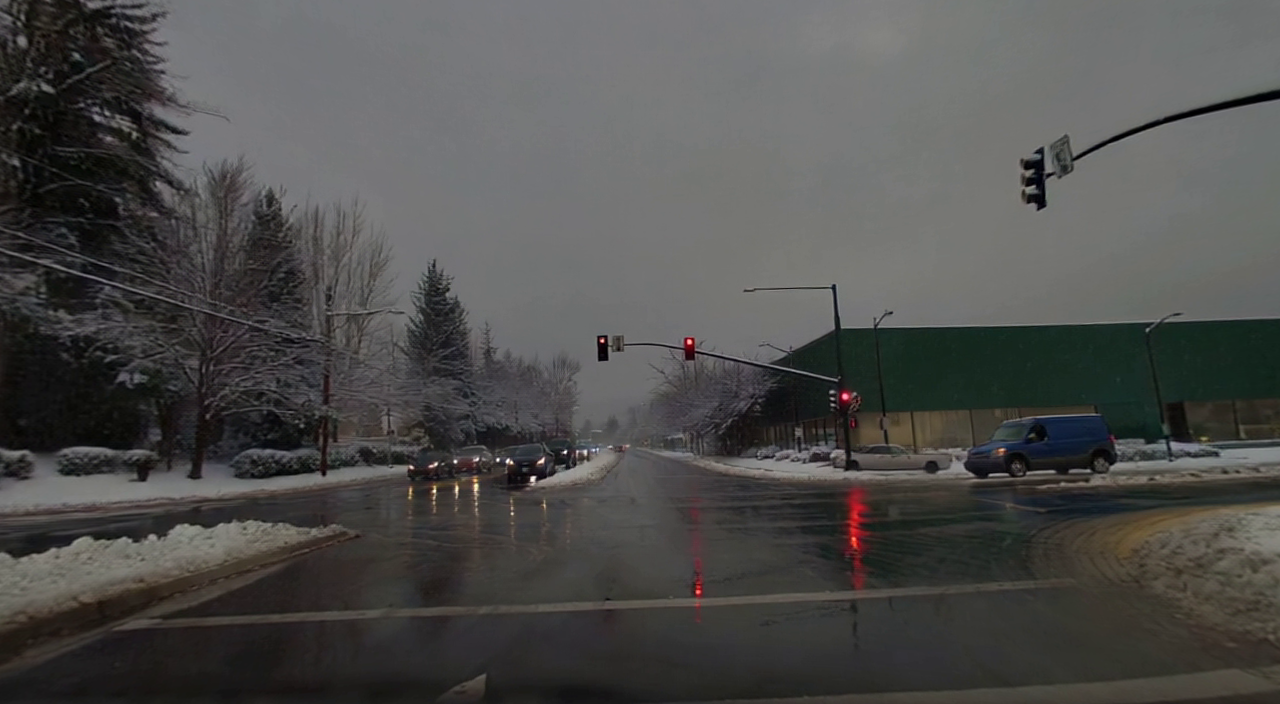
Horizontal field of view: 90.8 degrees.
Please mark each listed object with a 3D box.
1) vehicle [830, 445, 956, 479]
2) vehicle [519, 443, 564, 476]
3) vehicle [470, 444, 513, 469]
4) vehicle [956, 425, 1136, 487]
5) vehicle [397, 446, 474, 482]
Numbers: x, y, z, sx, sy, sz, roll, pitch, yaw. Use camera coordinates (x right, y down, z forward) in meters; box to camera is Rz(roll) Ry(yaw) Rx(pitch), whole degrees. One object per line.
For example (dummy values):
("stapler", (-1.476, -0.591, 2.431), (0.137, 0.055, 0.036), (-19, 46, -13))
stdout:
("vehicle", (11.251, 4.915, 28.364), (4.828, 1.453, 1.919), (-1, -9, 6))
("vehicle", (-4.497, 4.971, 29.481), (1.846, 1.416, 4.228), (1, -9, -6))
("vehicle", (-9.017, 6.384, 38.738), (1.779, 1.460, 4.463), (0, -9, -3))
("vehicle", (14.830, 3.766, 23.127), (5.910, 2.046, 2.228), (3, -9, -19))
("vehicle", (-8.996, 4.944, 28.242), (2.024, 1.460, 4.381), (0, -9, 0))
